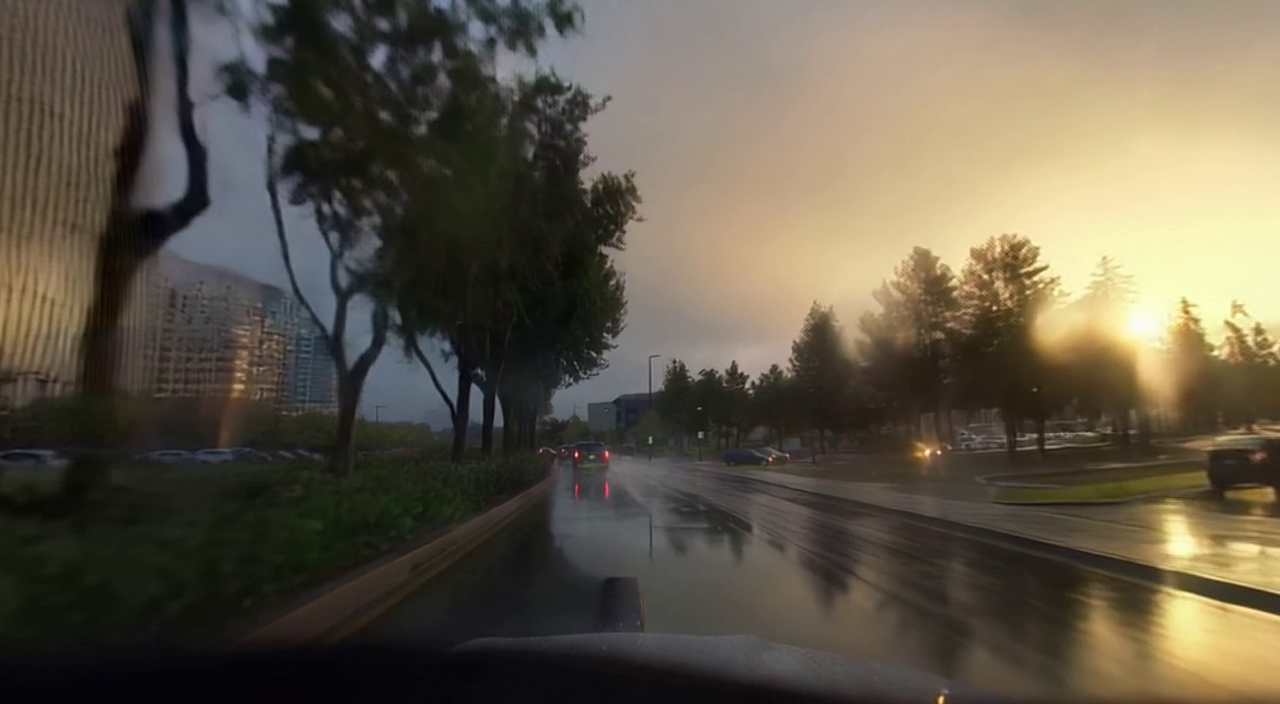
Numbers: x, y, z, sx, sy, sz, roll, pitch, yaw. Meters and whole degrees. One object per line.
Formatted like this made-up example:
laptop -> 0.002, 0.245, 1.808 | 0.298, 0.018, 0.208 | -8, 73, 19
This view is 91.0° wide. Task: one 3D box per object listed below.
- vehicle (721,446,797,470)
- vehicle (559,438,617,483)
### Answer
vehicle -> 7.889, 7.096, 42.129 | 4.645, 1.505, 2.100 | 0, -9, 1
vehicle -> -2.167, 4.480, 26.320 | 2.183, 1.675, 4.319 | 1, -8, -5
